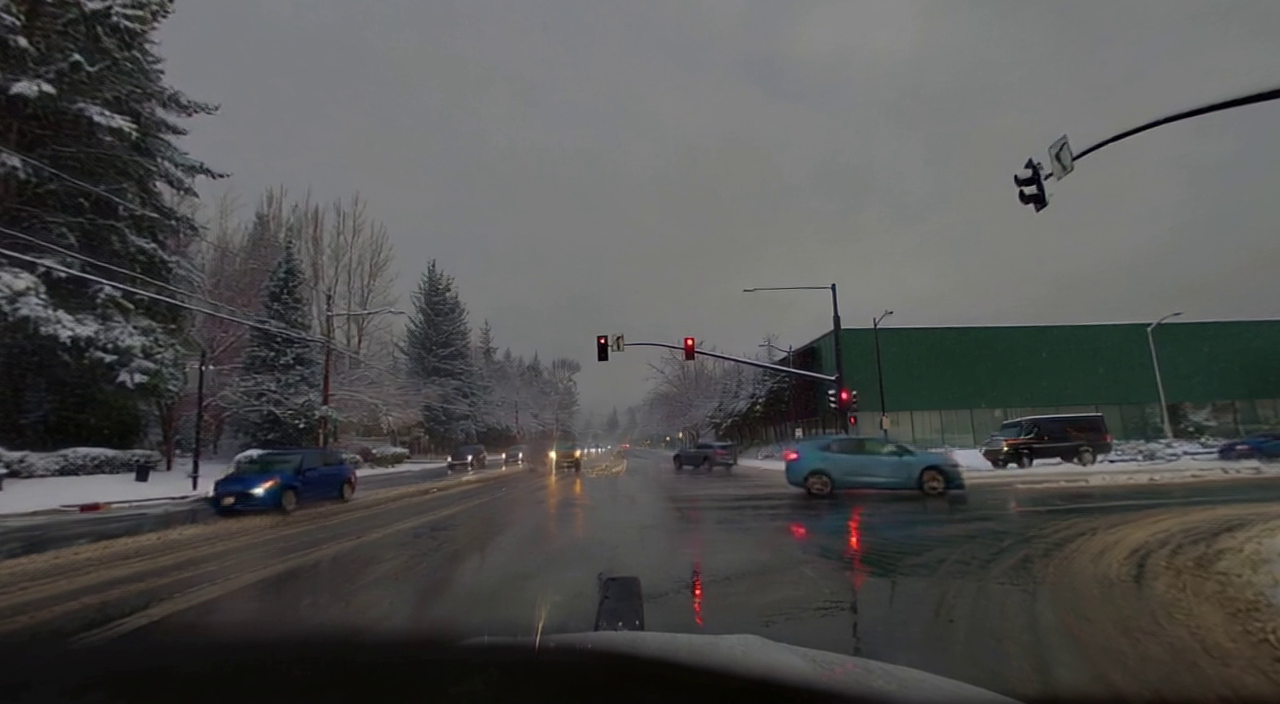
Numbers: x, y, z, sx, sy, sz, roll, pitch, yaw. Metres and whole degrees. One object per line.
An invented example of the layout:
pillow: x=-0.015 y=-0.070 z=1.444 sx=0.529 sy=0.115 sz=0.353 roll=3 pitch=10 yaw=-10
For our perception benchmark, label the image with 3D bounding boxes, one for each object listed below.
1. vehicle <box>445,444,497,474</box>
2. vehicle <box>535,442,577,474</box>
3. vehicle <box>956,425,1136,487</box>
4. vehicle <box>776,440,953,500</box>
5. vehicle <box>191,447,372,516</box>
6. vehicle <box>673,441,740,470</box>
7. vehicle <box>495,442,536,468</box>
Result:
vehicle: x=-8.840 y=5.615 z=33.309 sx=1.779 sy=1.460 sz=4.463 roll=0 pitch=-9 yaw=-4
vehicle: x=-4.228 y=5.268 z=31.584 sx=1.935 sy=1.464 sz=4.562 roll=1 pitch=-9 yaw=-8
vehicle: x=14.823 y=3.778 z=23.117 sx=5.910 sy=2.046 sz=2.228 roll=3 pitch=-9 yaw=-20
vehicle: x=5.983 y=3.105 z=16.908 sx=4.228 sy=1.416 sz=1.846 roll=-4 pitch=-10 yaw=26
vehicle: x=-8.778 y=3.165 z=16.023 sx=2.024 sy=1.460 sz=4.381 roll=0 pitch=-9 yaw=0
vehicle: x=3.746 y=6.005 z=36.629 sx=1.919 sy=1.453 sz=4.828 roll=1 pitch=-9 yaw=-19
vehicle: x=-8.679 y=7.199 z=44.401 sx=2.087 sy=1.718 sz=4.700 roll=0 pitch=-9 yaw=-2
